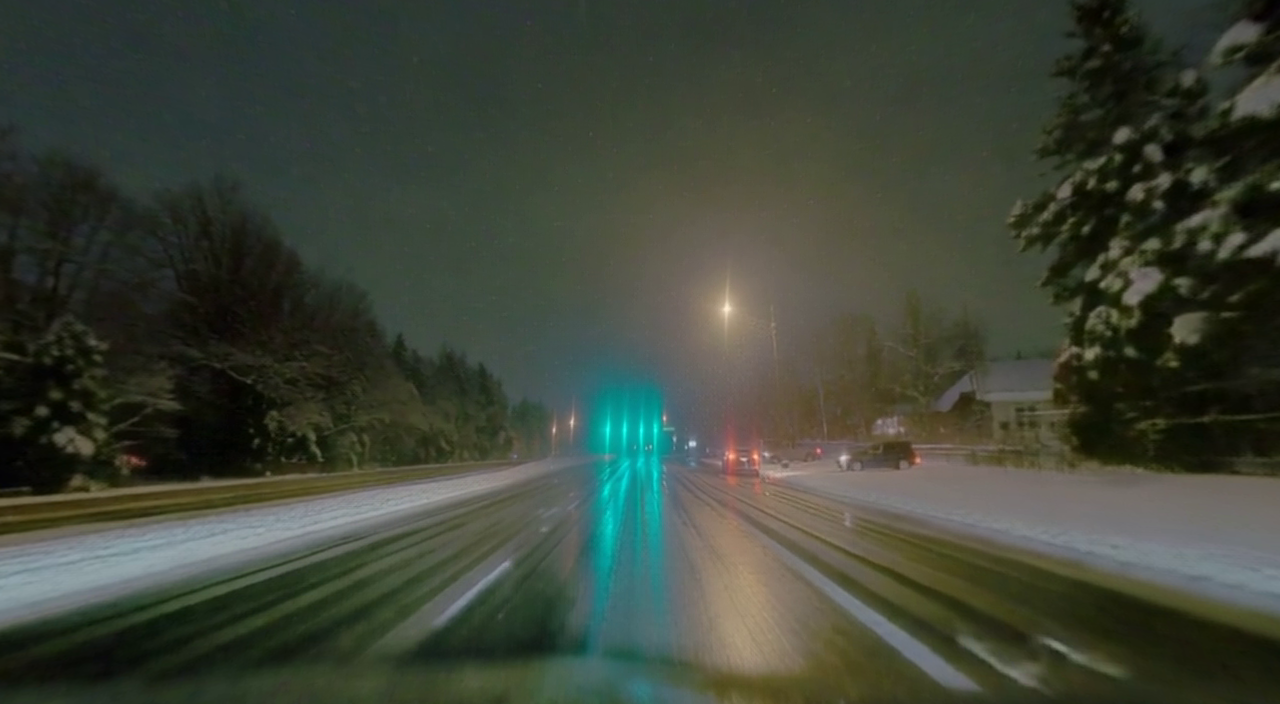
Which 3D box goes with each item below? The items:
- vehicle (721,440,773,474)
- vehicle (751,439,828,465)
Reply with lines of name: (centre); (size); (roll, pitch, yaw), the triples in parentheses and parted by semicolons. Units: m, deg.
vehicle: (5.704, 5.664, 34.215); (2.057, 1.688, 4.596); (0, -8, 0)
vehicle: (10.351, 7.009, 44.075); (4.879, 1.701, 2.095); (-1, -10, 3)
